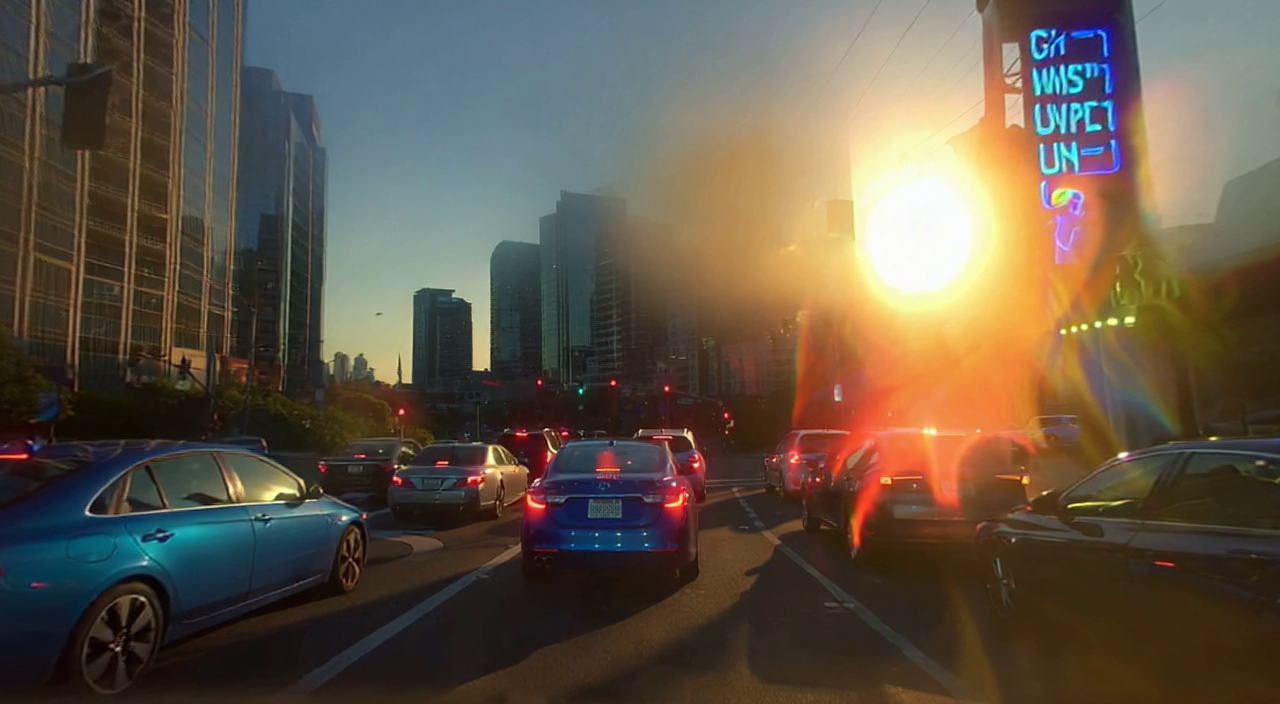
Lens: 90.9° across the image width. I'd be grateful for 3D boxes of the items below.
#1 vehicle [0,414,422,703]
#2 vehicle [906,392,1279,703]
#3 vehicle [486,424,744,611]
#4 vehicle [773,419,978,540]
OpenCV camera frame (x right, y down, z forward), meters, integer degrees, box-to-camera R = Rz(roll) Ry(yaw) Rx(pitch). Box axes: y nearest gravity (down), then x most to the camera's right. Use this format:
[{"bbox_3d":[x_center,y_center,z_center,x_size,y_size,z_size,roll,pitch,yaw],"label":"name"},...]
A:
[{"bbox_3d":[-3.413,1.302,4.714,1.980,1.454,4.226,0,-8,1],"label":"vehicle"},{"bbox_3d":[3.400,1.071,3.490,1.981,1.499,4.536,0,-8,2],"label":"vehicle"},{"bbox_3d":[-0.188,1.625,7.111,2.059,1.477,3.988,0,-8,0],"label":"vehicle"},{"bbox_3d":[3.758,2.106,11.028,2.007,1.683,4.171,0,-8,1],"label":"vehicle"}]
